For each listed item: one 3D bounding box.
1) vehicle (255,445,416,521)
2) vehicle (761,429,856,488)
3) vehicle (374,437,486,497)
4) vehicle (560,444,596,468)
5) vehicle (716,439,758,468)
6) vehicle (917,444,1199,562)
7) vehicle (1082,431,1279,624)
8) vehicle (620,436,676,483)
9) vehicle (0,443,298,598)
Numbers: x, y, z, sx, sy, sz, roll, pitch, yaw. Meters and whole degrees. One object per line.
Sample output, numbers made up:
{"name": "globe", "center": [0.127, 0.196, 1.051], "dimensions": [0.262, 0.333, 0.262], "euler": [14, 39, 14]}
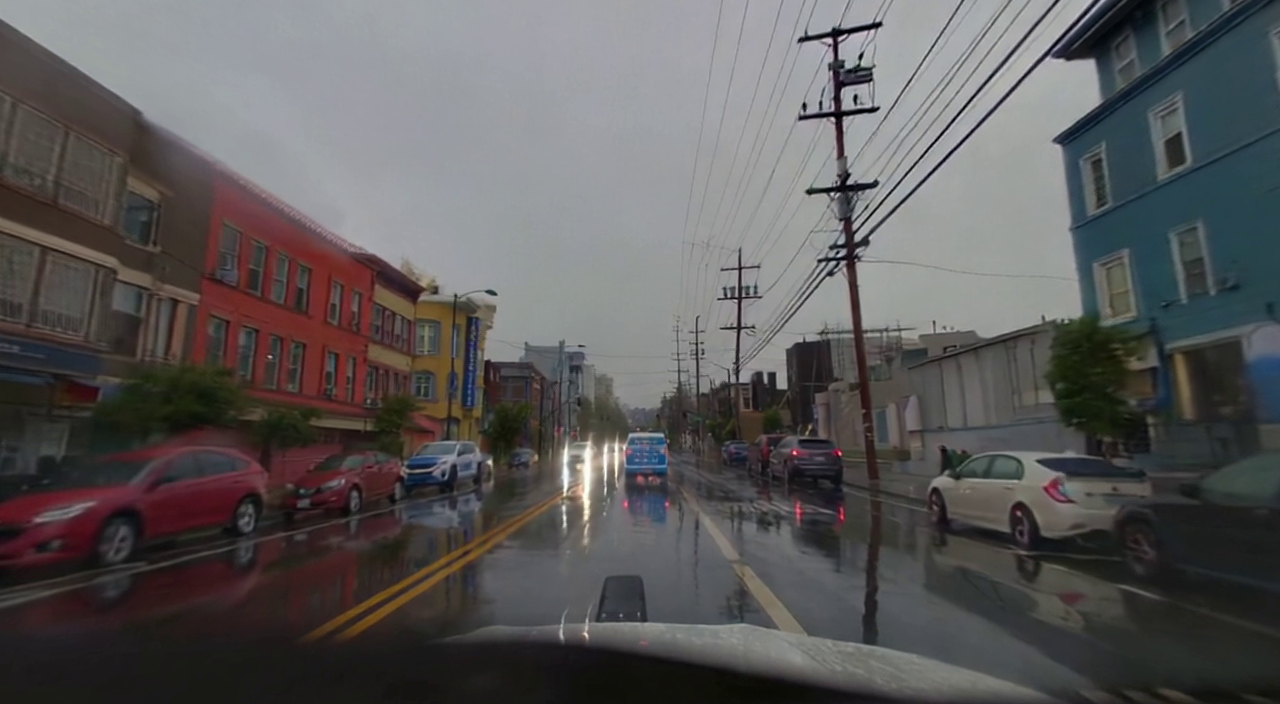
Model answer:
{"name": "vehicle", "center": [-7.236, 3.103, 15.581], "dimensions": [1.928, 1.552, 4.234], "euler": [0, -8, -1]}
{"name": "vehicle", "center": [6.495, 4.204, 25.222], "dimensions": [2.203, 2.052, 5.975], "euler": [0, -9, 0]}
{"name": "vehicle", "center": [-7.202, 3.952, 22.388], "dimensions": [2.095, 1.847, 5.290], "euler": [0, -8, 1]}
{"name": "vehicle", "center": [-4.122, 6.958, 42.579], "dimensions": [1.944, 1.515, 4.428], "euler": [0, -9, 1]}
{"name": "vehicle", "center": [6.848, 7.224, 45.233], "dimensions": [2.197, 1.917, 5.637], "euler": [0, -9, 1]}
{"name": "vehicle", "center": [6.559, 2.347, 10.617], "dimensions": [1.842, 1.561, 4.084], "euler": [0, -9, -1]}
{"name": "vehicle", "center": [6.462, 1.495, 5.386], "dimensions": [2.018, 1.630, 4.594], "euler": [0, -9, 0]}
{"name": "vehicle", "center": [0.325, 4.067, 24.169], "dimensions": [1.980, 1.635, 3.795], "euler": [0, -9, 1]}
{"name": "vehicle", "center": [-7.289, 2.165, 9.227], "dimensions": [1.884, 1.582, 4.837], "euler": [0, -8, 0]}
